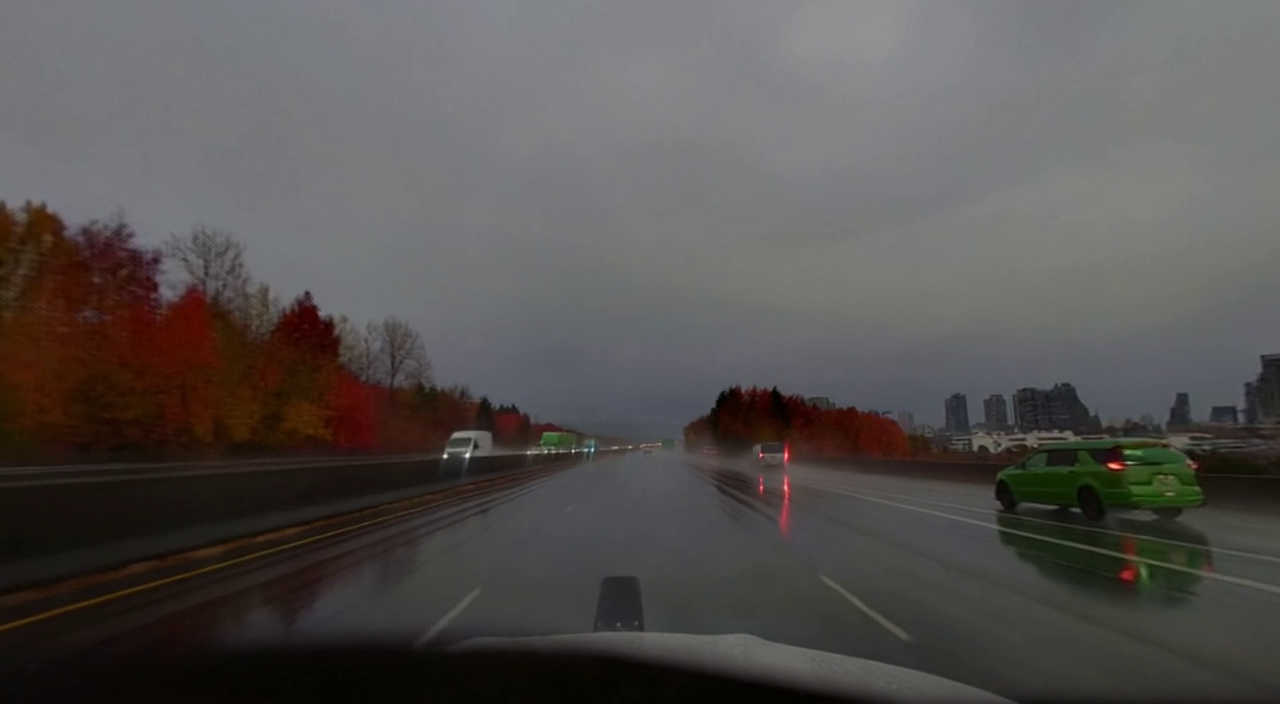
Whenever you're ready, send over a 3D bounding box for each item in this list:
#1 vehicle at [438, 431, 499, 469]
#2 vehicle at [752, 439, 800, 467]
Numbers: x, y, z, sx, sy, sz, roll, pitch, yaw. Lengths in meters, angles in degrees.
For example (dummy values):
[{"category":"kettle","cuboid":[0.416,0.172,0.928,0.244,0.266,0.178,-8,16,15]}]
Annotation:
[{"category":"vehicle","cuboid":[-12.017,6.953,44.497,2.376,2.426,6.323,-1,-9,1]},{"category":"vehicle","cuboid":[9.109,6.828,42.484,2.034,1.770,4.637,0,-9,-2]}]
